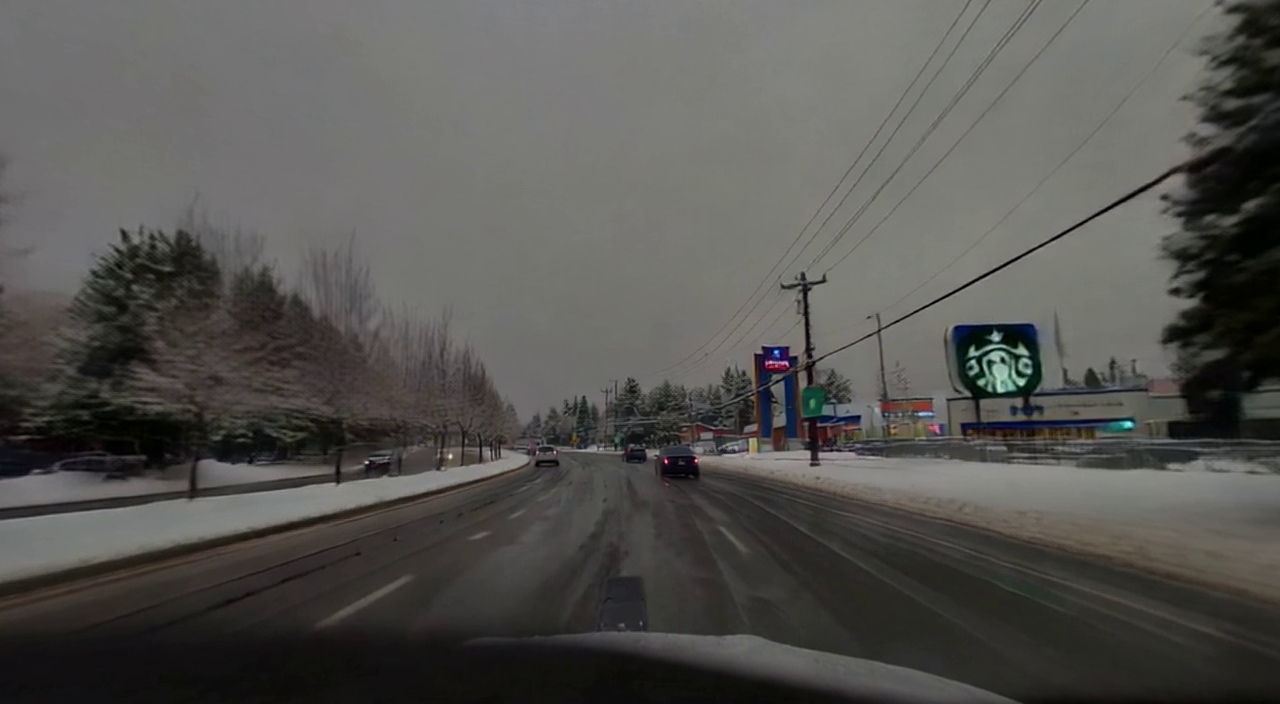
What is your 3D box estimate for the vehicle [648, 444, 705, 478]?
[{"bbox_3d":[1.617,5.120,29.888,2.130,1.476,4.453,0,-9,-4],"label":"vehicle"}]
